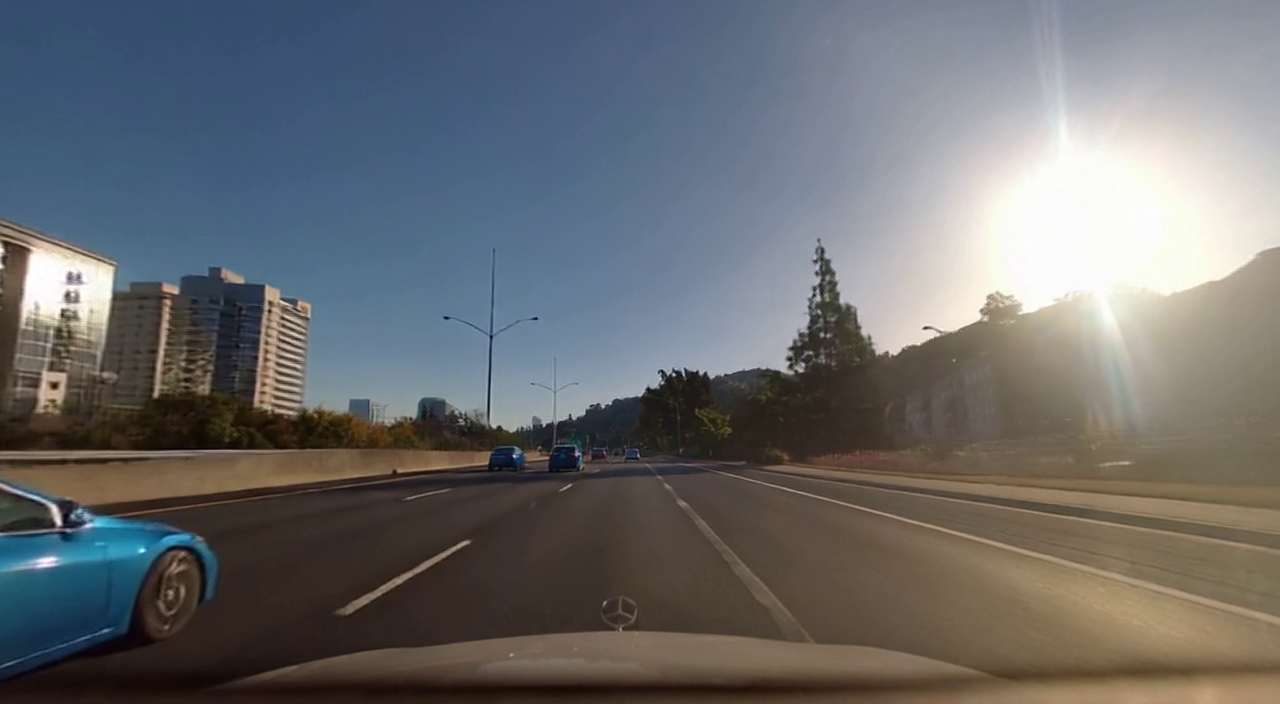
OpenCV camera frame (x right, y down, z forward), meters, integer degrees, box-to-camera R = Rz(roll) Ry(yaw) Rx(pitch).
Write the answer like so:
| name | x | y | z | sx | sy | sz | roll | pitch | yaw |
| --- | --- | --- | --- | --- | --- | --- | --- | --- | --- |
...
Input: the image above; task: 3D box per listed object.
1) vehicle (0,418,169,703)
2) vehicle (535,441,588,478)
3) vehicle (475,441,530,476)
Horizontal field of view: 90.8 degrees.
| name | x | y | z | sx | sy | sz | roll | pitch | yaw |
| --- | --- | --- | --- | --- | --- | --- | --- | --- | --- |
| vehicle | -4.050 | 0.873 | 1.690 | 2.114 | 1.480 | 4.473 | 0 | -9 | 0 |
| vehicle | -3.848 | 5.362 | 31.668 | 2.075 | 1.702 | 4.257 | 0 | -9 | 0 |
| vehicle | -7.776 | 6.072 | 36.302 | 2.040 | 1.824 | 4.917 | 0 | -9 | 0 |
